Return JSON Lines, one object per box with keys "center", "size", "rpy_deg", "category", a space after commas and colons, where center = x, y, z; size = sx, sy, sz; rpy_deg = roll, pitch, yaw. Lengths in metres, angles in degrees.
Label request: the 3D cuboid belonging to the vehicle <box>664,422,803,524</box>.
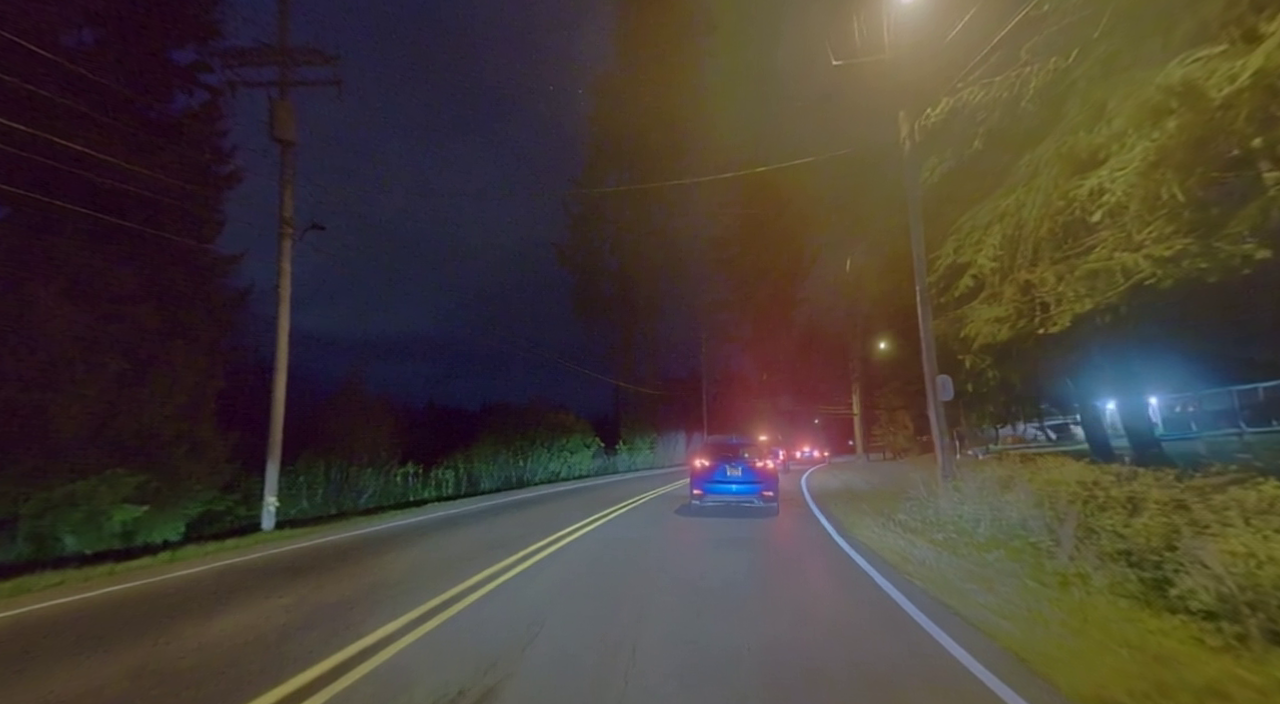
{"center": [1.799, 2.217, 12.085], "size": [2.157, 1.565, 4.243], "rpy_deg": [-1, -9, 9], "category": "vehicle"}
